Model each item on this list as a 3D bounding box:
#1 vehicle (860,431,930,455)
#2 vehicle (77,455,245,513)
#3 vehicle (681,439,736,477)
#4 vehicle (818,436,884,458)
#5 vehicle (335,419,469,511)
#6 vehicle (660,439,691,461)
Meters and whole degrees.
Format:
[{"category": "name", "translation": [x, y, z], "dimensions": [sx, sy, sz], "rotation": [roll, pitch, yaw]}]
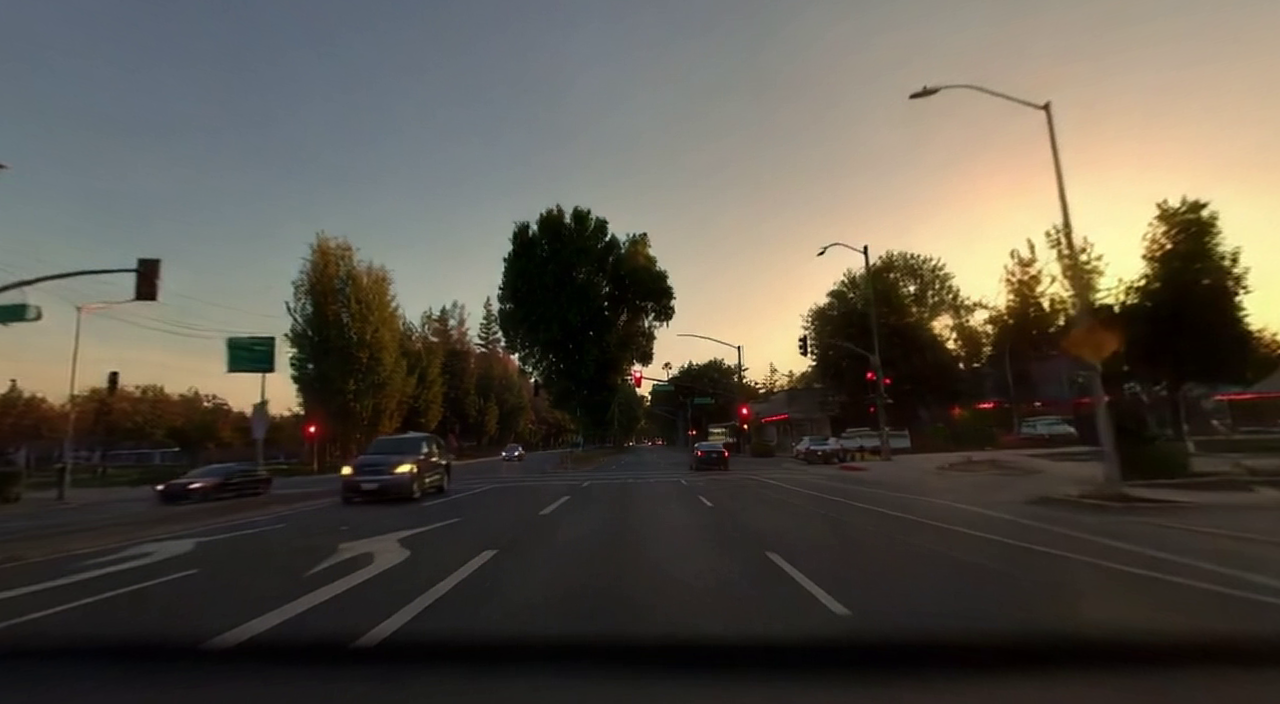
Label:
[{"category": "vehicle", "translation": [18.482, 6.599, 45.803], "dimensions": [4.447, 1.601, 2.033], "rotation": [3, -9, -22]}, {"category": "vehicle", "translation": [-15.350, 4.215, 20.632], "dimensions": [1.931, 1.590, 4.478], "rotation": [0, -8, 1]}, {"category": "vehicle", "translation": [3.063, 4.791, 28.872], "dimensions": [1.961, 1.580, 4.020], "rotation": [0, -8, -1]}, {"category": "vehicle", "translation": [16.157, 7.258, 48.375], "dimensions": [4.497, 1.594, 1.935], "rotation": [3, -9, -23]}, {"category": "vehicle", "translation": [-6.198, 2.980, 17.288], "dimensions": [2.270, 2.068, 5.517], "rotation": [1, -9, -9]}, {"category": "vehicle", "translation": [2.698, 7.611, 48.962], "dimensions": [1.982, 1.605, 4.439], "rotation": [0, -8, -1]}]
